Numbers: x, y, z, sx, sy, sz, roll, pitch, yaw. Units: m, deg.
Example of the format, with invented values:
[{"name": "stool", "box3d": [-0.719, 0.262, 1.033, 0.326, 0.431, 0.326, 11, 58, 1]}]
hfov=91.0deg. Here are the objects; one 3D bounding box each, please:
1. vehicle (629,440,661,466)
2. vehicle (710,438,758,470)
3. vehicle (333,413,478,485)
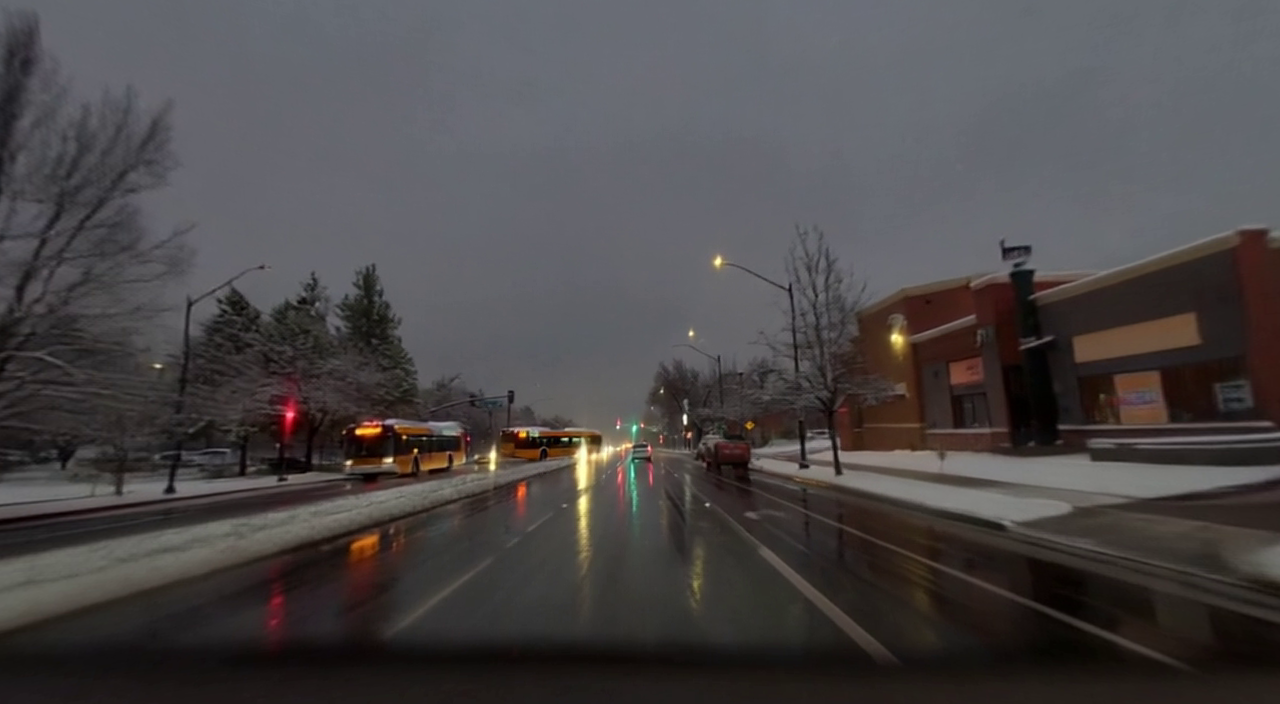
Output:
[{"name": "vehicle", "box3d": [0.298, 6.915, 43.298, 2.089, 1.699, 4.650, 0, -9, -1]}, {"name": "vehicle", "box3d": [5.191, 5.720, 35.412, 2.014, 1.681, 4.332, 0, -9, -1]}, {"name": "vehicle", "box3d": [-12.627, 5.519, 35.835, 3.356, 3.365, 12.460, 0, -9, 1]}]
